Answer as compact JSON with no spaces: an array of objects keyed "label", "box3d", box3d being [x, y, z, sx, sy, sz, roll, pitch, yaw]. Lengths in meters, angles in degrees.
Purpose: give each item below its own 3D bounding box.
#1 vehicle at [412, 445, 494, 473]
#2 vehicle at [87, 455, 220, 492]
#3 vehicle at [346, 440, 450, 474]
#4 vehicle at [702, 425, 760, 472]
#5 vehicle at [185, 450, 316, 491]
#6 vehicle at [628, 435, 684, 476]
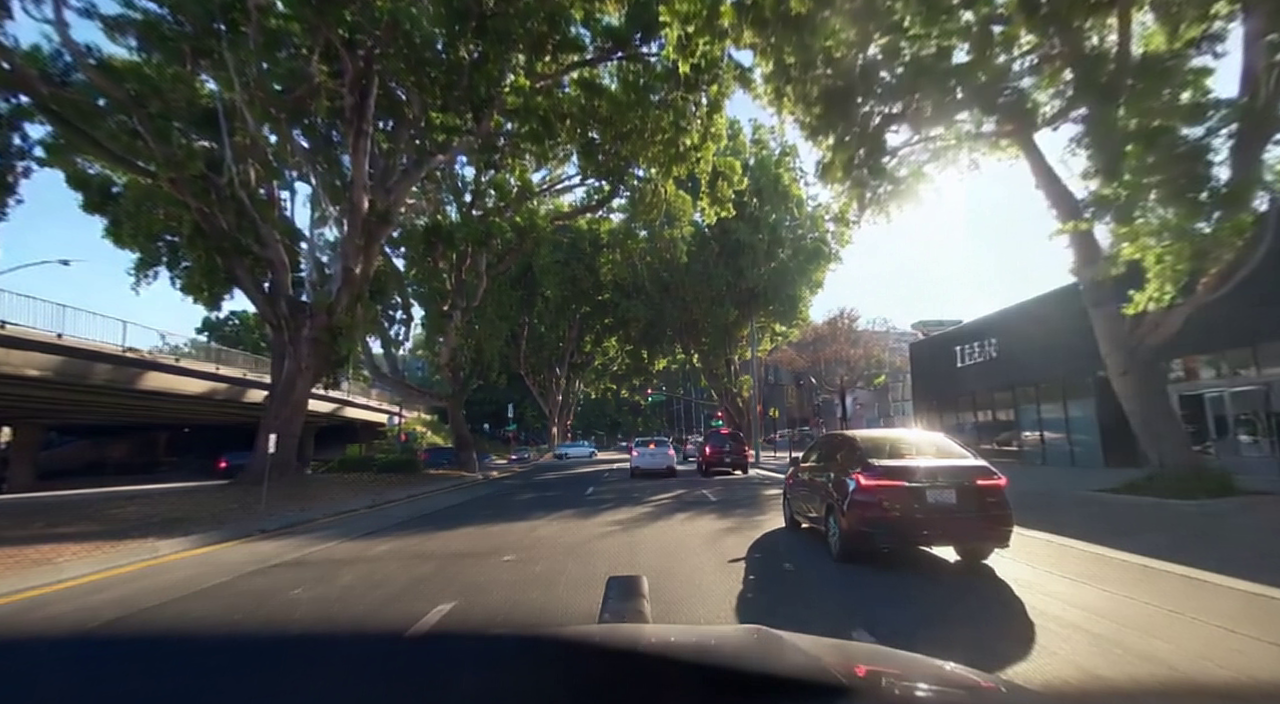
[{"label":"vehicle","box3d":[-11.027,6.310,37.394,1.860,1.543,4.302,-7,-11,38]},{"label":"vehicle","box3d":[-21.889,5.433,28.554,1.873,1.462,4.283,-5,-10,29]},{"label":"vehicle","box3d":[-14.826,6.420,38.984,2.322,1.916,5.640,-6,-10,33]},{"label":"vehicle","box3d":[4.196,4.533,29.769,2.080,1.999,4.379,0,-8,0]},{"label":"vehicle","box3d":[-17.277,5.238,28.226,1.832,1.611,4.546,-5,-10,30]},{"label":"vehicle","box3d":[0.604,4.159,25.576,2.101,1.467,4.210,0,-8,0]}]
